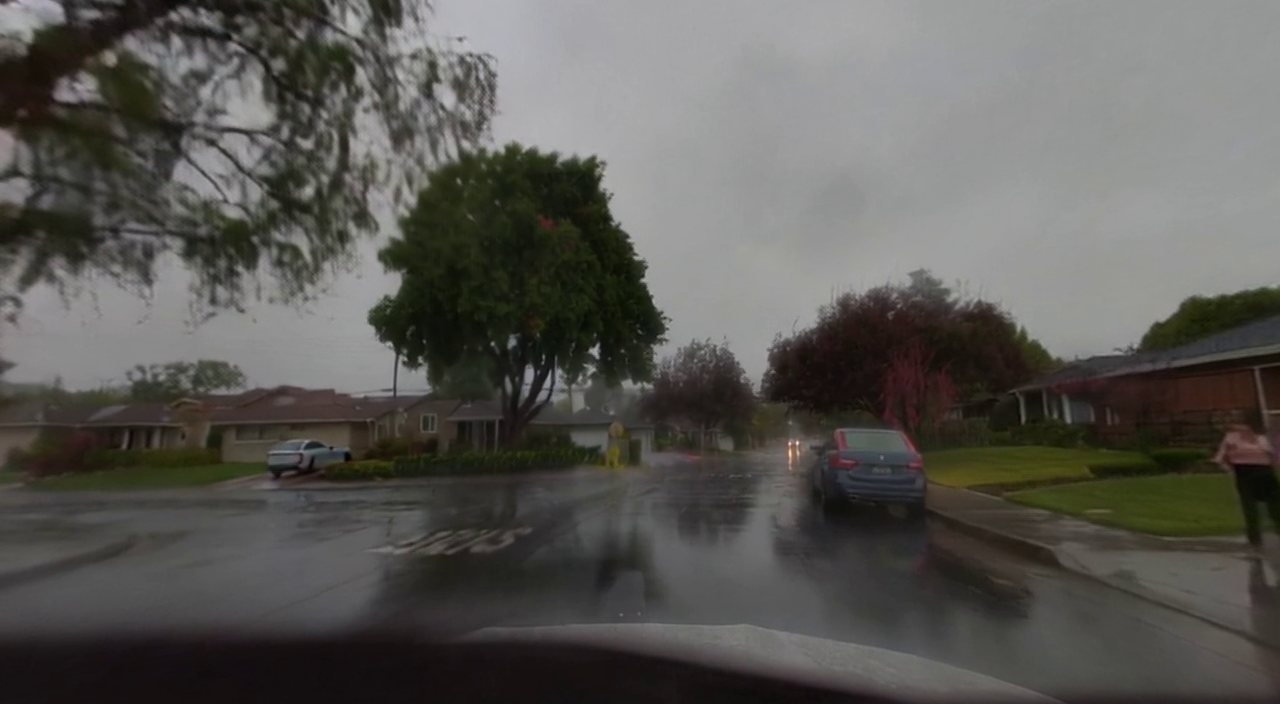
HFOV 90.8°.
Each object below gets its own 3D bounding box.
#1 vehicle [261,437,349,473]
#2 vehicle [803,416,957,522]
[{"bbox_3d":[-18.047,5.592,34.358,2.021,1.798,4.491,-1,-9,5],"label":"vehicle"},{"bbox_3d":[4.580,2.302,12.841,2.053,1.737,4.375,-2,-9,9],"label":"vehicle"}]
